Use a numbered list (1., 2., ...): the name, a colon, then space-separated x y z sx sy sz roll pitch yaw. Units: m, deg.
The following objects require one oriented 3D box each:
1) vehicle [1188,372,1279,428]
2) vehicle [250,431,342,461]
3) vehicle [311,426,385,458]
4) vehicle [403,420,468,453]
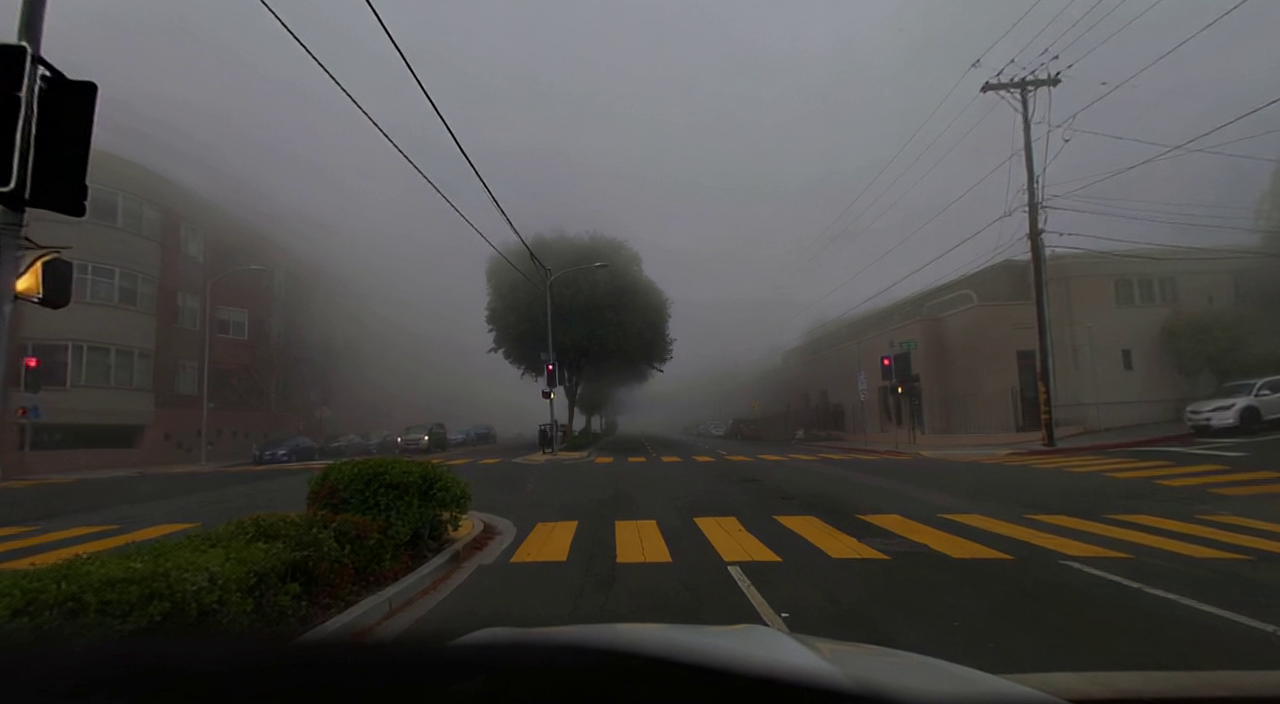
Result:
1. vehicle: 22.365 1.620 22.231 4.531 1.753 1.964 -2 -2 -5
2. vehicle: -18.057 4.973 33.517 1.939 1.430 5.533 0 -8 -2
3. vehicle: -18.258 5.677 39.847 2.225 1.871 5.189 0 -8 0
4. vehicle: -11.773 4.939 36.778 2.118 1.809 4.591 0 -8 2
